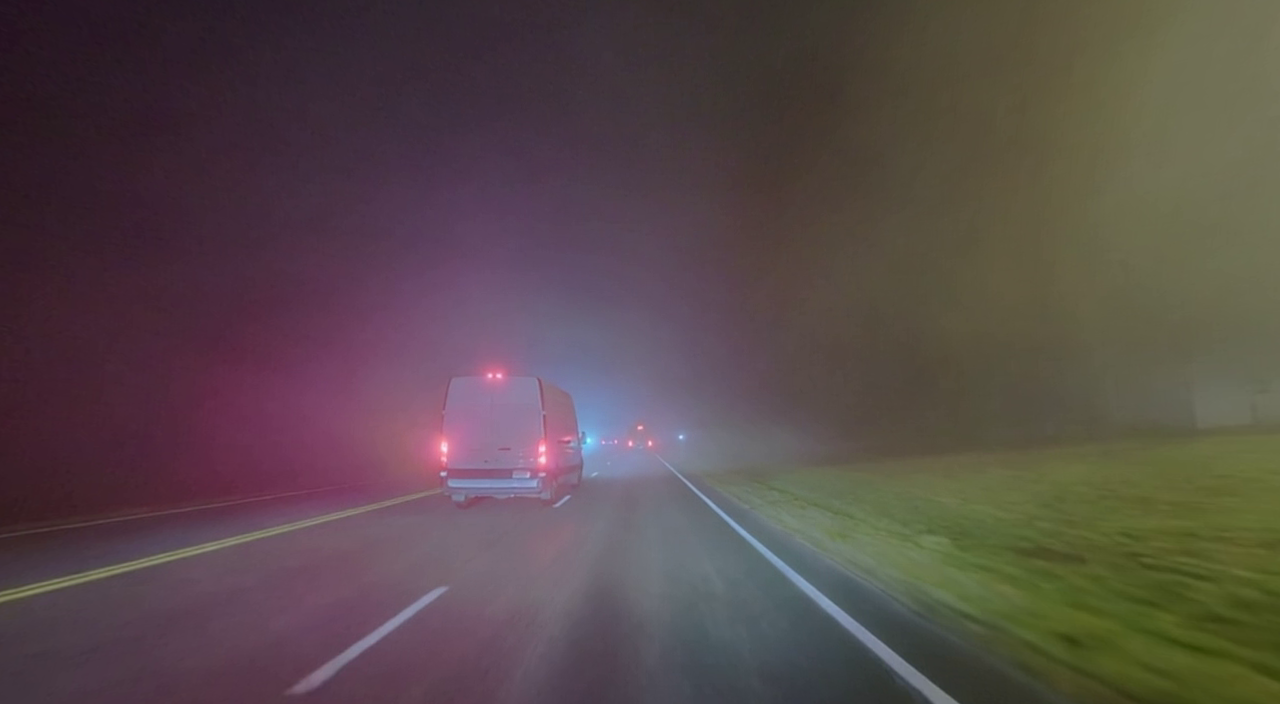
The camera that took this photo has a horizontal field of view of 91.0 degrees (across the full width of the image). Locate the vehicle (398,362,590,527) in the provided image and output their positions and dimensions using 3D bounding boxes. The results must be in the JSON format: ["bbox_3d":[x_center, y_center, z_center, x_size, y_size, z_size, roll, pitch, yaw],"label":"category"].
[{"bbox_3d":[-2.573,1.911,13.182,2.497,2.628,6.016,0,-8,1],"label":"vehicle"}]
